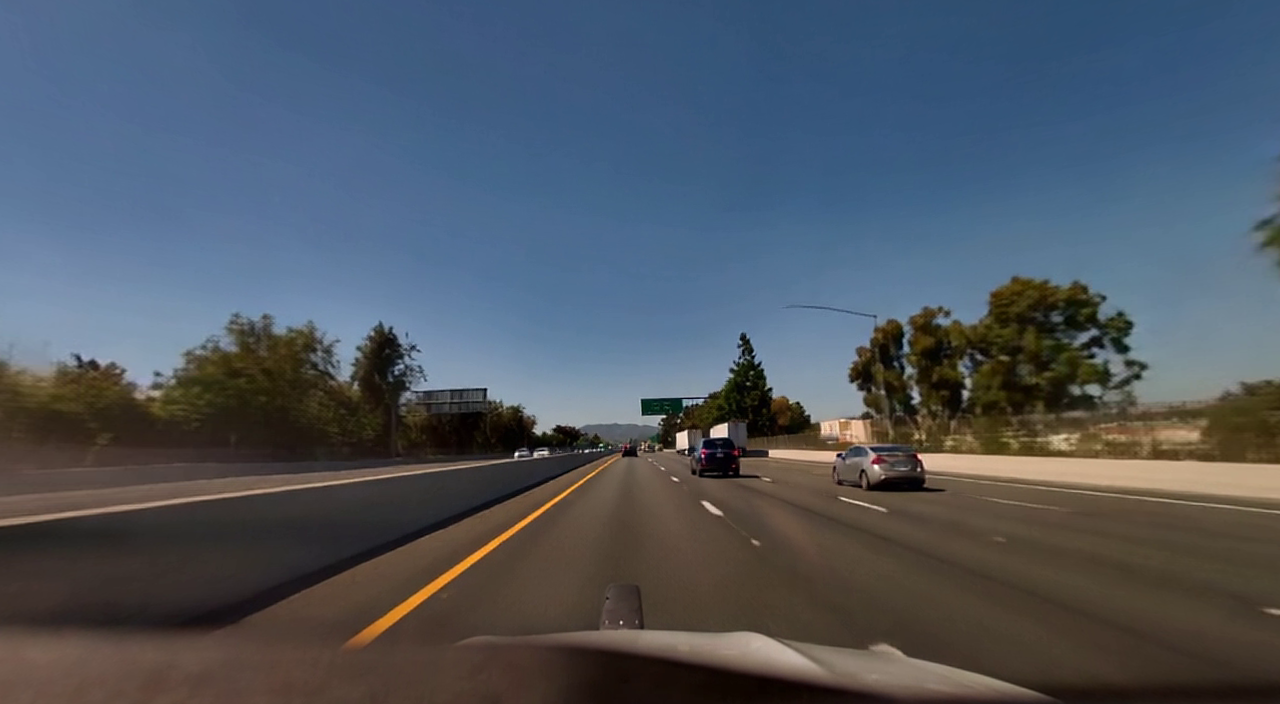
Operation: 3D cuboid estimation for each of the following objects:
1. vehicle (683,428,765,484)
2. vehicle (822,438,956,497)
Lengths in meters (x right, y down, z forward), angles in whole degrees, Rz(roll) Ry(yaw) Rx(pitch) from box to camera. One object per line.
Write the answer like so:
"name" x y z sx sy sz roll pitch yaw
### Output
"vehicle" 2.939 3.816 23.324 2.258 1.824 4.908 0 -9 -1
"vehicle" 6.766 3.168 17.712 2.009 1.456 4.097 0 -9 -1
